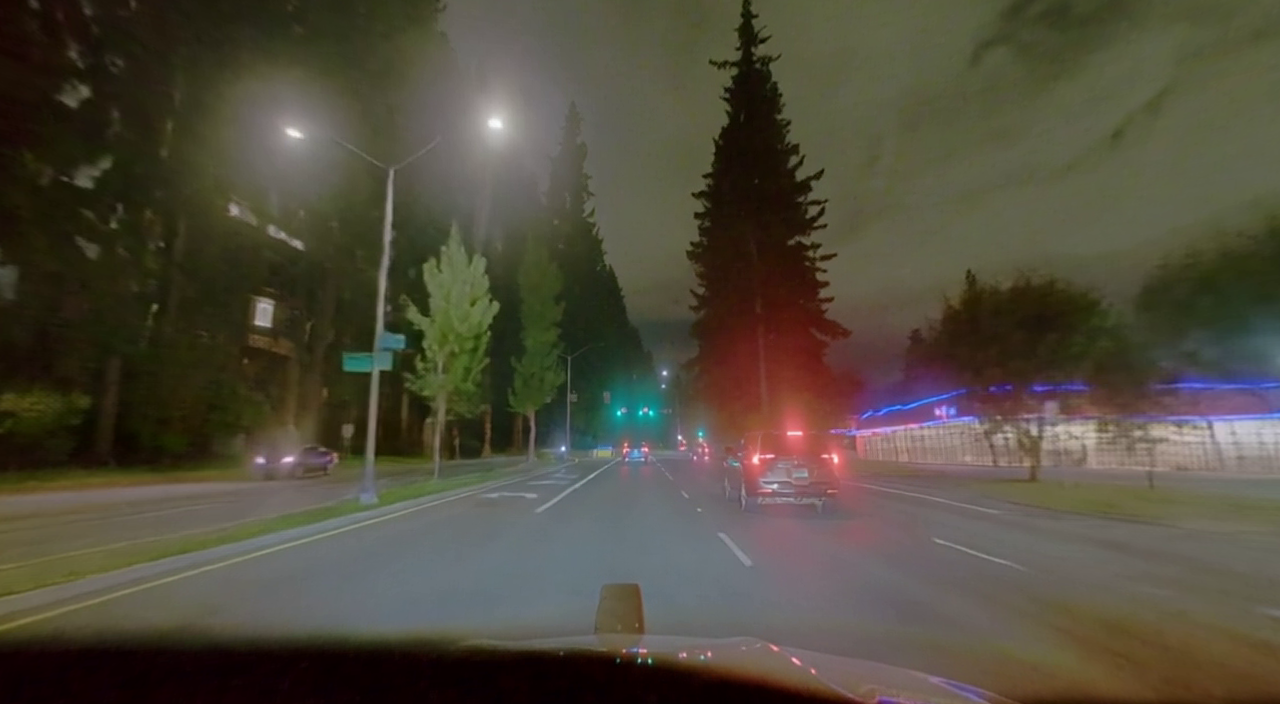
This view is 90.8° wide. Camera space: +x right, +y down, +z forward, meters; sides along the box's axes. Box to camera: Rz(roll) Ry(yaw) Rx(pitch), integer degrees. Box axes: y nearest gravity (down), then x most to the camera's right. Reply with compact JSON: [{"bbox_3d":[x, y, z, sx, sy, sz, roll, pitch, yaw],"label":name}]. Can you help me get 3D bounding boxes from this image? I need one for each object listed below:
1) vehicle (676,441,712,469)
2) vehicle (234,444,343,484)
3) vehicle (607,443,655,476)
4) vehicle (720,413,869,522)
[{"bbox_3d":[3.451,6.651,40.974,1.922,1.708,4.126,0,-9,-1],"label":"vehicle"},{"bbox_3d":[-14.374,4.597,26.169,1.913,1.477,4.470,0,-9,1],"label":"vehicle"},{"bbox_3d":[-0.409,5.036,29.765,2.119,1.460,3.847,0,-9,0],"label":"vehicle"},{"bbox_3d":[3.063,2.413,13.638,2.035,1.940,4.299,0,-9,-1],"label":"vehicle"}]
